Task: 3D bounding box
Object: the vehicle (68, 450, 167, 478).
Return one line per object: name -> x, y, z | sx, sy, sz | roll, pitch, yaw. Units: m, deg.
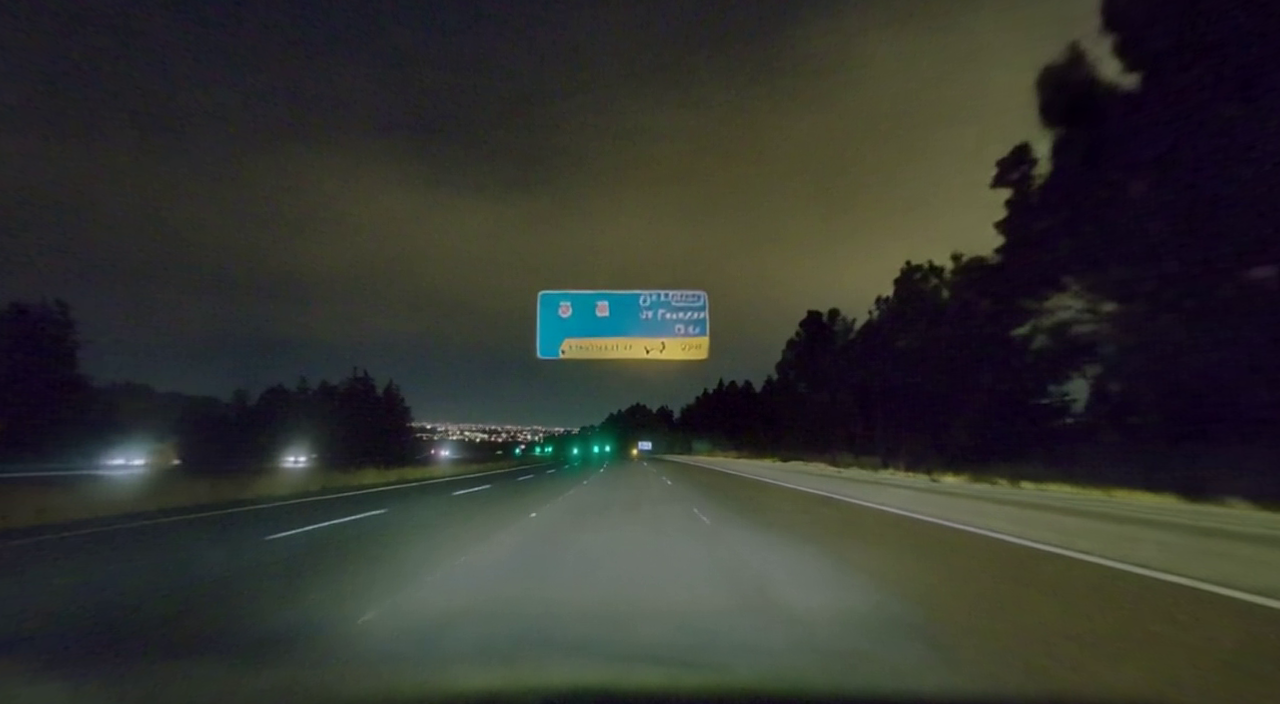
vehicle -> -35.991, 7.687, 43.630 | 2.070, 1.743, 5.624 | 0, -8, 0
